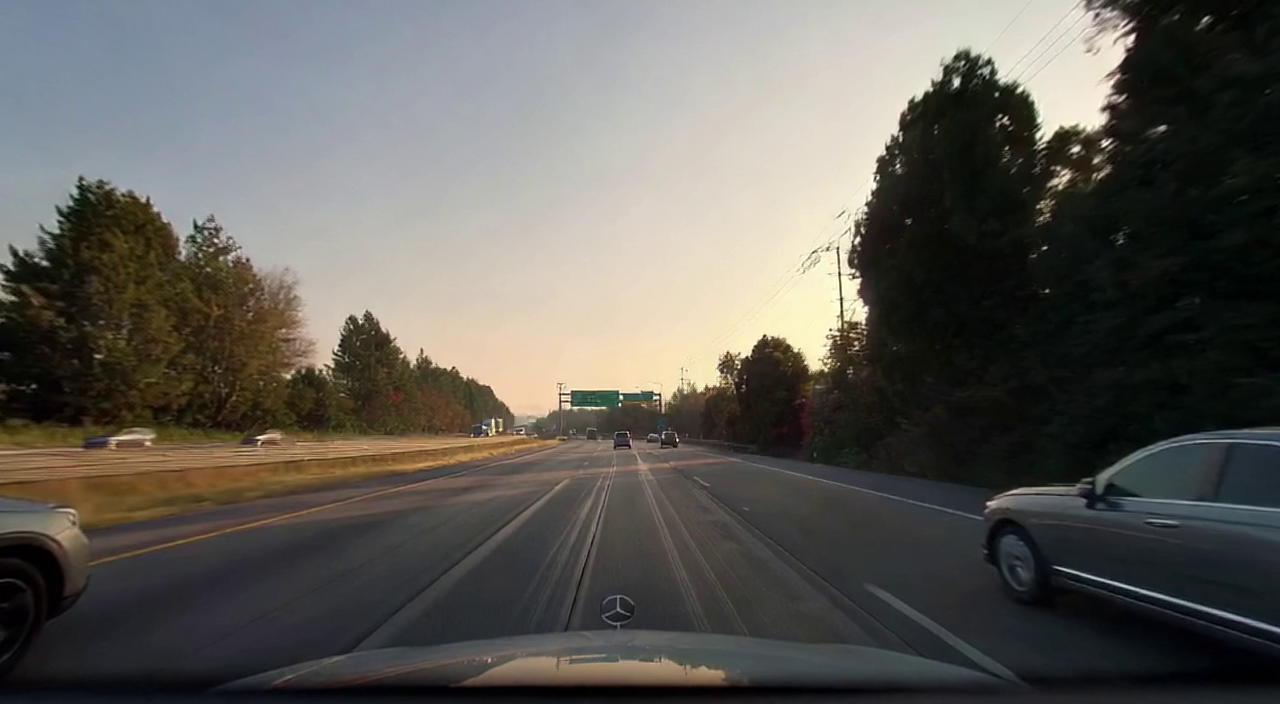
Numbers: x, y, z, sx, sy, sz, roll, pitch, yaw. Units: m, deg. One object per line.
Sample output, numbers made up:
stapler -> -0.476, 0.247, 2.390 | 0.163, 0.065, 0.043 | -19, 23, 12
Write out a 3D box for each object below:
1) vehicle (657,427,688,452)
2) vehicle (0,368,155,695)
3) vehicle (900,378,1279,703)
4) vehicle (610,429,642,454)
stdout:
vehicle -> 2.552, 6.931, 49.861 | 1.976, 1.905, 3.263 | 1, -7, -5
vehicle -> -4.163, 0.738, 1.962 | 2.100, 1.590, 4.077 | 0, -7, -2
vehicle -> 3.400, 0.996, 3.340 | 2.063, 1.537, 4.465 | 0, -7, -1
vehicle -> -1.041, 6.410, 45.080 | 2.159, 1.690, 3.720 | 0, -7, -2
